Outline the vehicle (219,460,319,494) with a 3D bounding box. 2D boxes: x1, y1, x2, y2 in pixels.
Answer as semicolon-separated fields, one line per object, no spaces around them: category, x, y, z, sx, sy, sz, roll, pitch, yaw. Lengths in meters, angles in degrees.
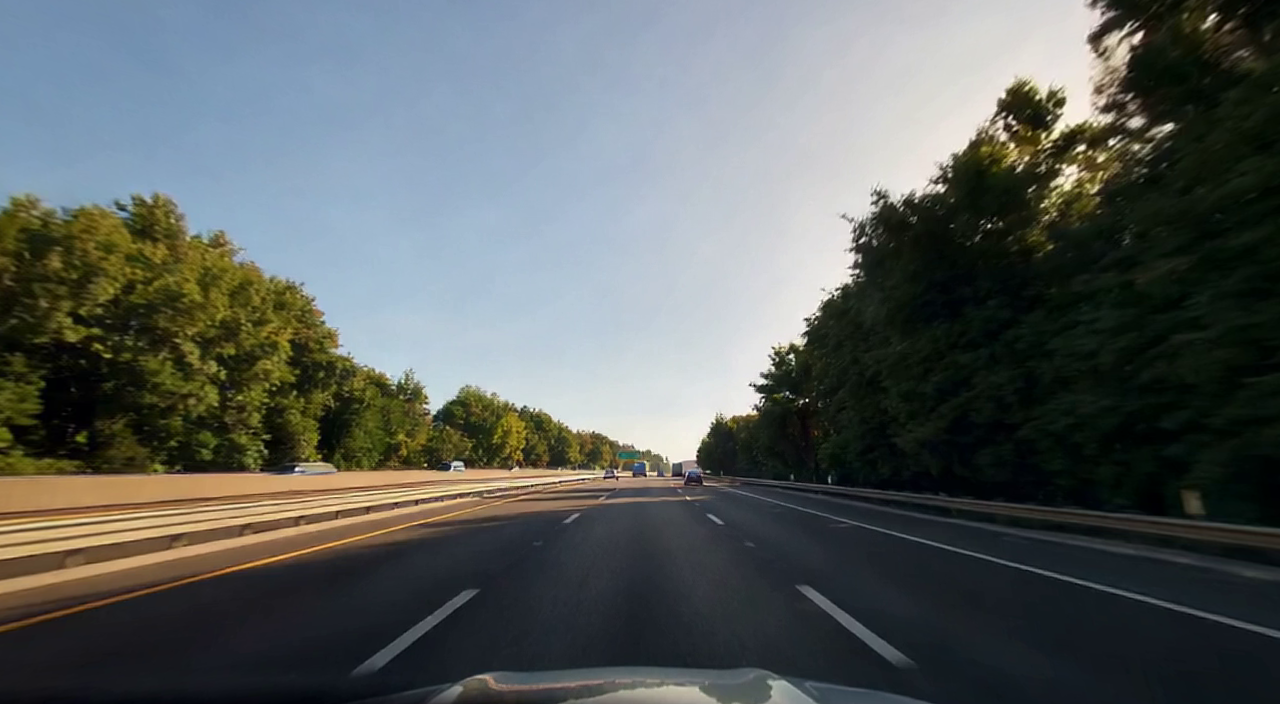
vehicle;-16.891;5.711;28.990;1.979;1.390;4.241;0;-10;0
